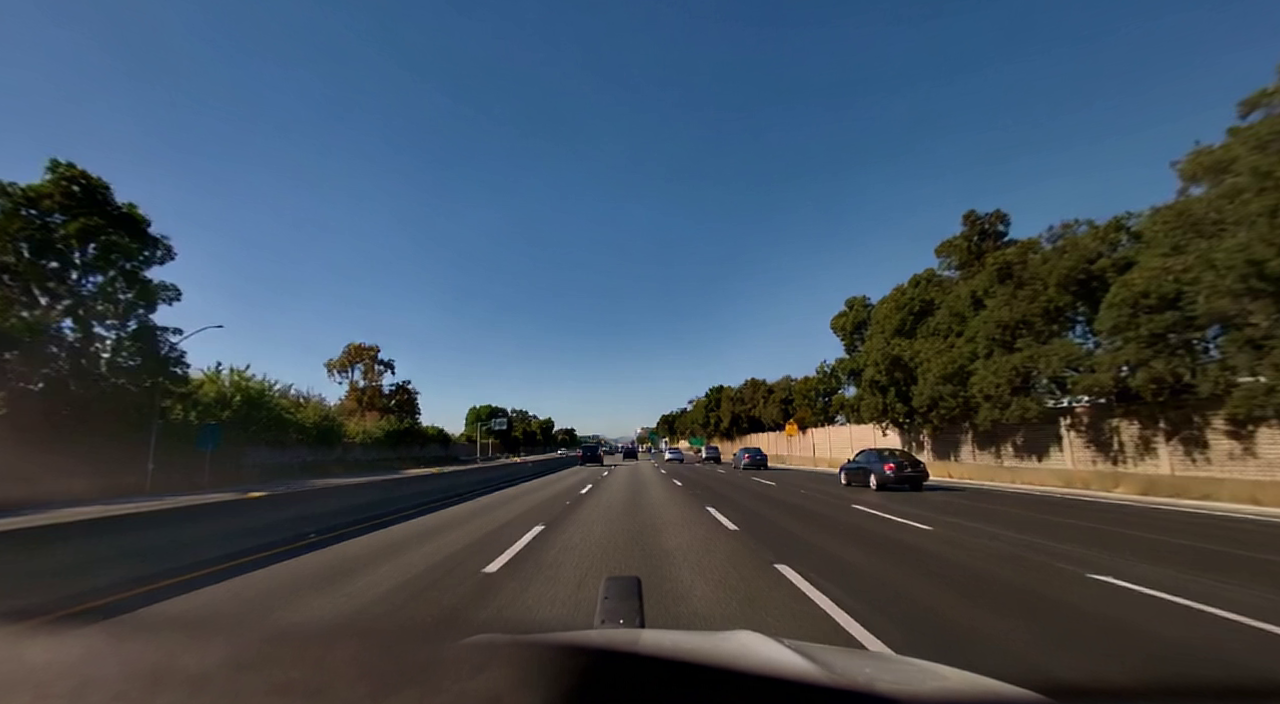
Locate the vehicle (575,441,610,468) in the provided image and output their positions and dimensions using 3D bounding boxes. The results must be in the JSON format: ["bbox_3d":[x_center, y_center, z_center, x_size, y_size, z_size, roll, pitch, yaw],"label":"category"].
[{"bbox_3d":[-3.409,7.507,46.385,2.230,1.827,4.406,0,-8,0],"label":"vehicle"}]

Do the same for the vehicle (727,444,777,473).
[{"bbox_3d":[6.436,6.153,36.805,1.987,1.597,4.463,0,-8,-2],"label":"vehicle"}]

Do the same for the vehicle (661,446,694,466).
[{"bbox_3d":[2.905,8.156,49.692,2.109,1.495,4.474,0,-8,-2],"label":"vehicle"}]

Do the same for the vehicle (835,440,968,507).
[{"bbox_3d":[6.627,3.082,16.468,1.838,1.518,3.713,0,-8,0],"label":"vehicle"}]
